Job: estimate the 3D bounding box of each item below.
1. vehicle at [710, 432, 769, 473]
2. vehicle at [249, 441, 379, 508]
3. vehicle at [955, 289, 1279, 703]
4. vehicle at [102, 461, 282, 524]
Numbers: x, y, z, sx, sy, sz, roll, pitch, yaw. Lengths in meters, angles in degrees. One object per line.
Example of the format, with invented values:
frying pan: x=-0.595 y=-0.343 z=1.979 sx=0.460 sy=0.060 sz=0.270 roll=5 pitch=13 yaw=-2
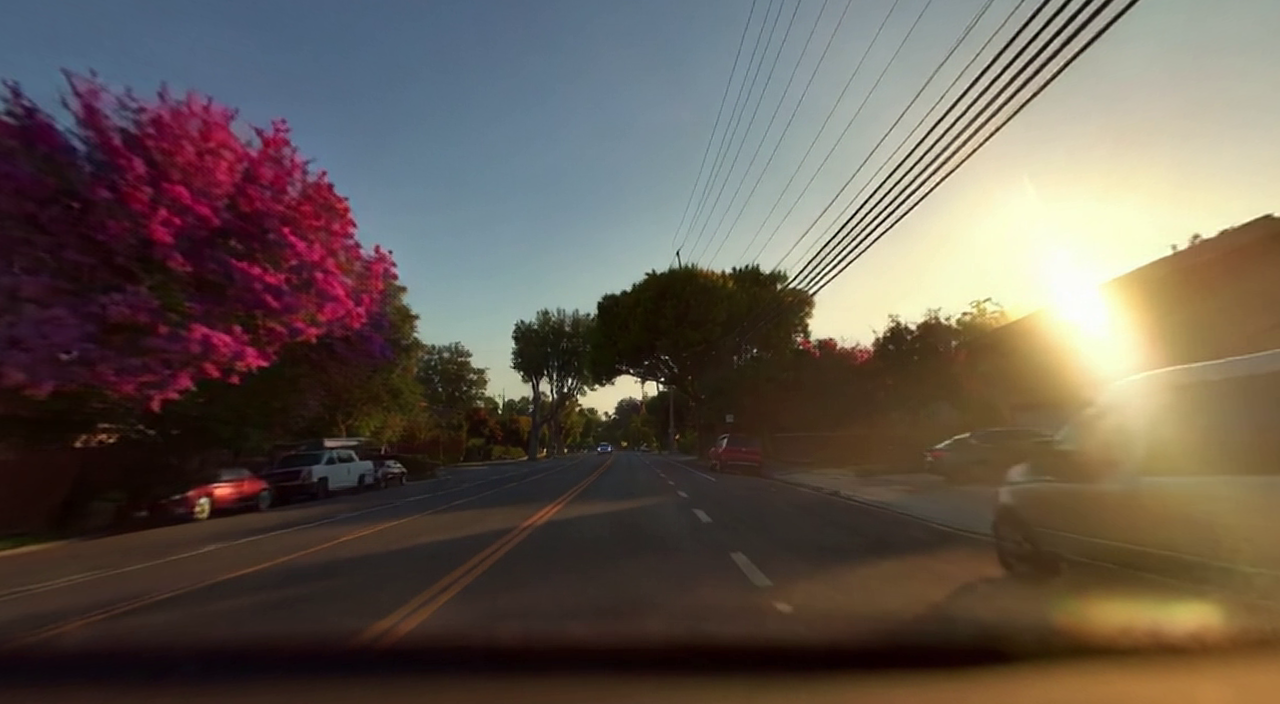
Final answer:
vehicle: x=5.197 y=5.329 z=33.763 sx=2.238 sy=1.995 sz=5.491 roll=0 pitch=-9 yaw=0
vehicle: x=-13.130 y=4.900 z=26.050 sx=2.331 sy=2.265 sz=5.888 roll=-2 pitch=-7 yaw=-1
vehicle: x=4.666 y=0.811 z=3.372 sx=2.578 sy=2.248 sz=7.011 roll=-1 pitch=-9 yaw=2
vehicle: x=-13.320 y=4.163 z=19.256 sx=2.041 sy=1.573 sz=4.575 roll=0 pitch=-9 yaw=1
